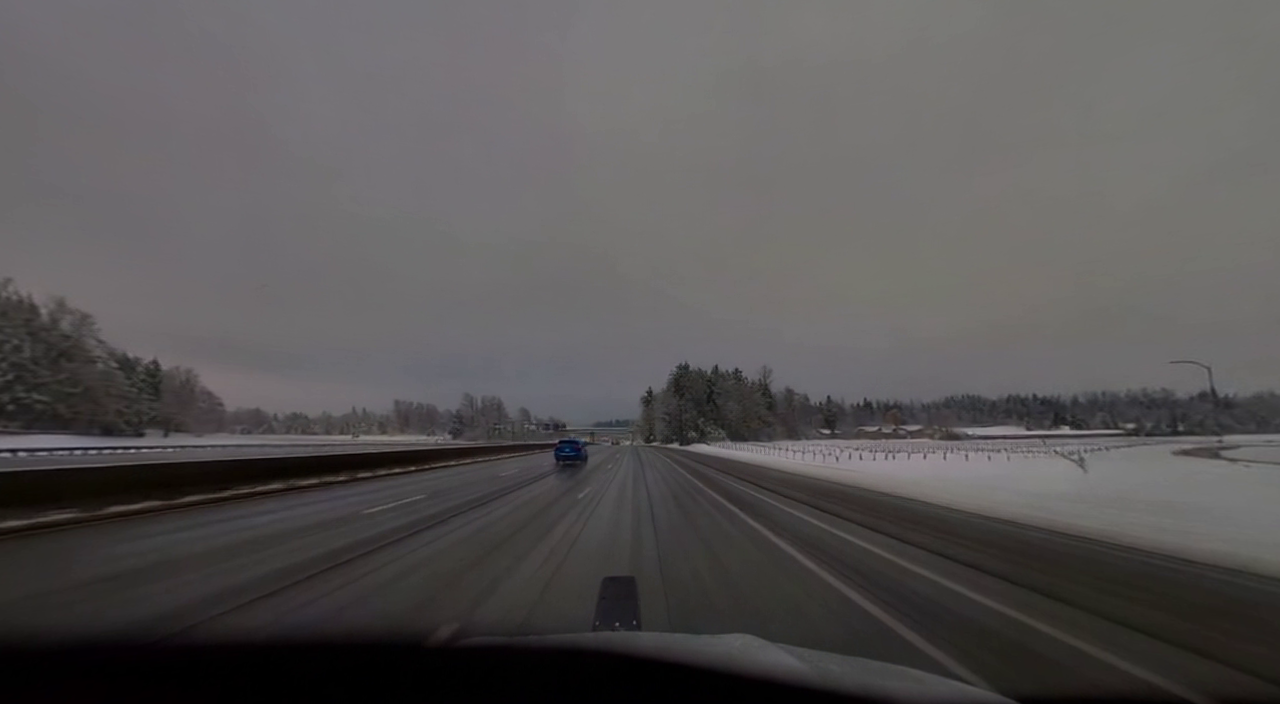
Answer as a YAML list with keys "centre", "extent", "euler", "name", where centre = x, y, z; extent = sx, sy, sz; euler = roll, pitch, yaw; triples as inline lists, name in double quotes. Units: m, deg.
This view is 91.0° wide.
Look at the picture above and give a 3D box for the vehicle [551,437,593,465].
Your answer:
- centre: [-3.939, 5.766, 36.992]
  extent: [2.008, 1.567, 3.959]
  euler: [0, -8, 0]
  name: "vehicle"
